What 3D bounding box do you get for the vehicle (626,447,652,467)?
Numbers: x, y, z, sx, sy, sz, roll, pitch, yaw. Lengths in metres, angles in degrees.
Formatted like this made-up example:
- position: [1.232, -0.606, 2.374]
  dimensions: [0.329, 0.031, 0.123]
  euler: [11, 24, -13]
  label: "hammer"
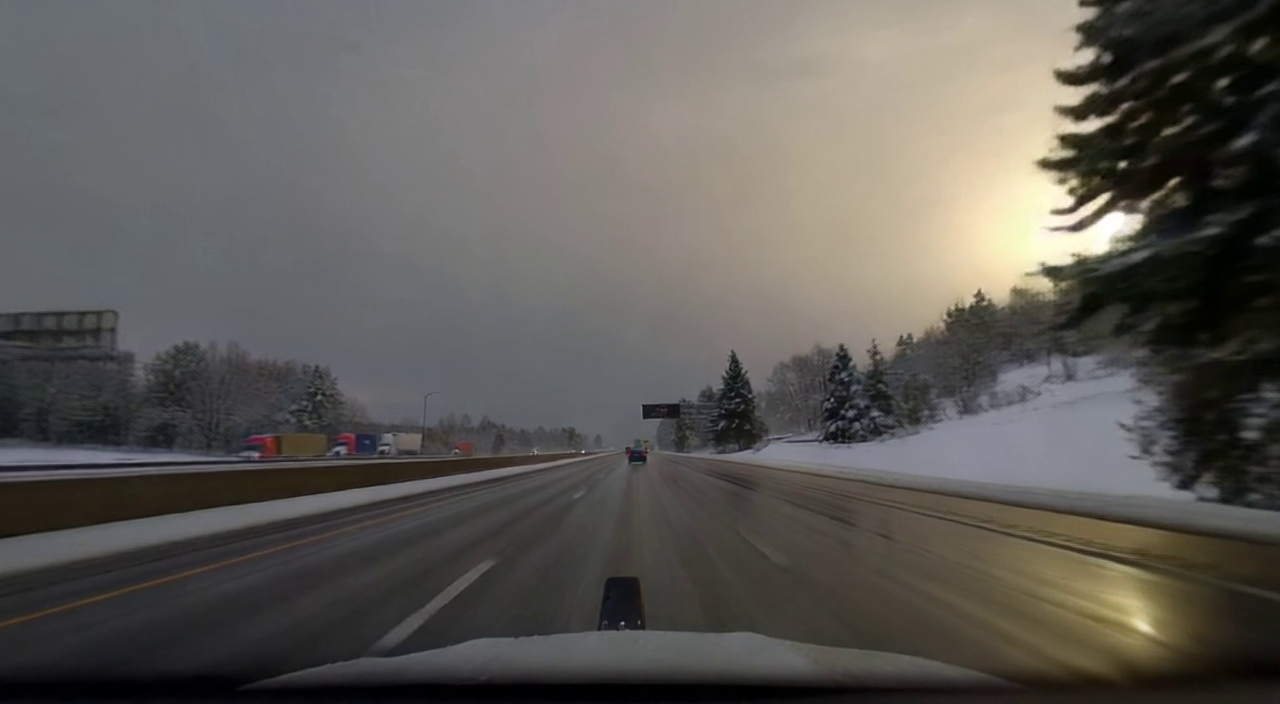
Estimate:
- position: [-0.092, 8.087, 48.615]
  dimensions: [1.916, 1.494, 4.335]
  euler: [0, -9, -1]
  label: "vehicle"
